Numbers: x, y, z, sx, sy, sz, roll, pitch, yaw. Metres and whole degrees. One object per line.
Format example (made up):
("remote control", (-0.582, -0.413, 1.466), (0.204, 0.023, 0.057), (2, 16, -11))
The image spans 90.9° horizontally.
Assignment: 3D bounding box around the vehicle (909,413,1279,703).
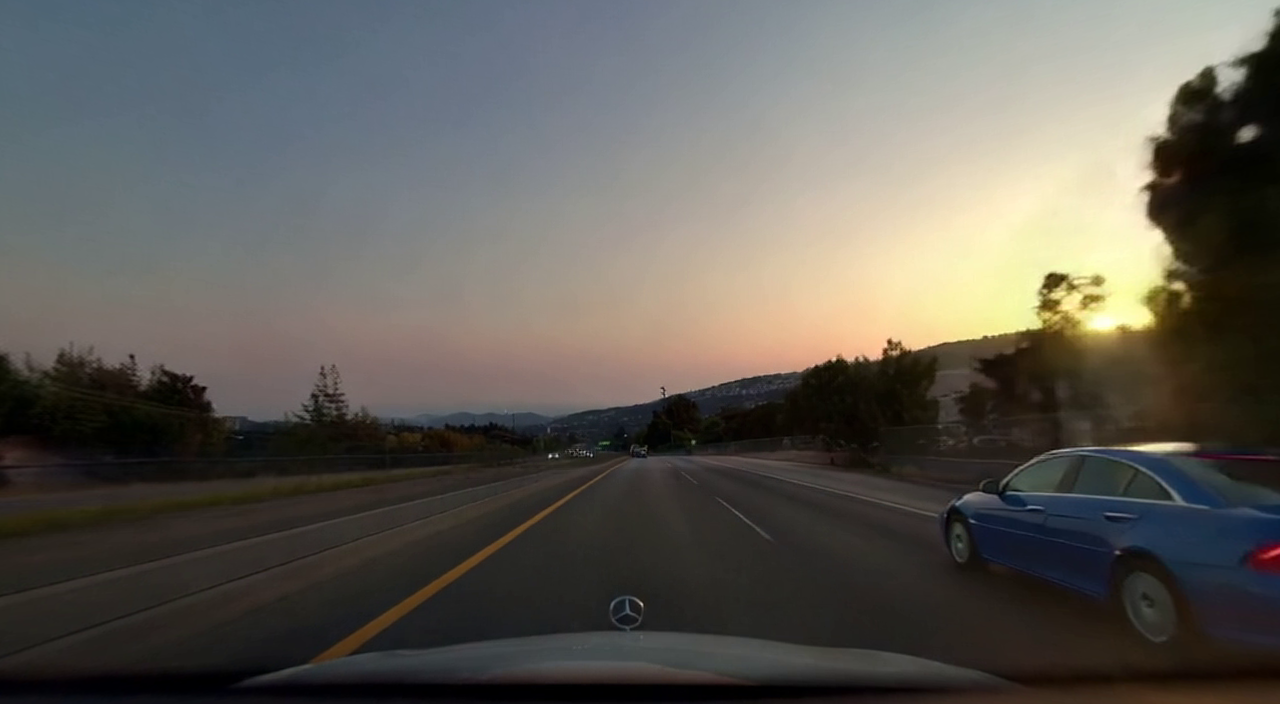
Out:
("vehicle", (4.139, 1.303, 4.790), (2.053, 1.490, 4.799), (0, -8, 0))
